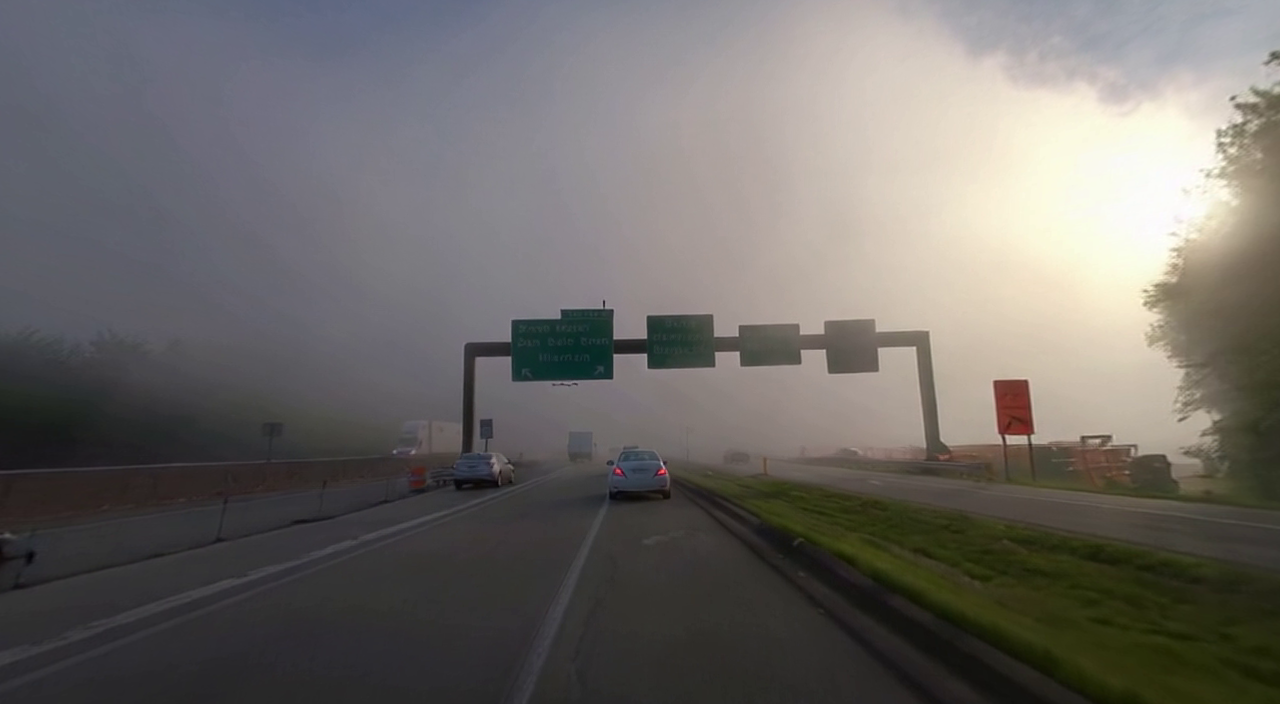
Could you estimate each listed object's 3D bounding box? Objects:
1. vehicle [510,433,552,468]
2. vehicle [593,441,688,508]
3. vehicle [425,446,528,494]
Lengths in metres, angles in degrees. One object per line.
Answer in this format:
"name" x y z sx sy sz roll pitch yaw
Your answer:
"vehicle" -7.593 6.931 44.146 2.204 2.295 4.830 0 -9 -2
"vehicle" -0.013 2.974 15.621 2.080 1.451 3.512 0 -9 -1
"vehicle" -5.242 3.819 20.725 2.063 1.417 4.000 -1 -9 4
